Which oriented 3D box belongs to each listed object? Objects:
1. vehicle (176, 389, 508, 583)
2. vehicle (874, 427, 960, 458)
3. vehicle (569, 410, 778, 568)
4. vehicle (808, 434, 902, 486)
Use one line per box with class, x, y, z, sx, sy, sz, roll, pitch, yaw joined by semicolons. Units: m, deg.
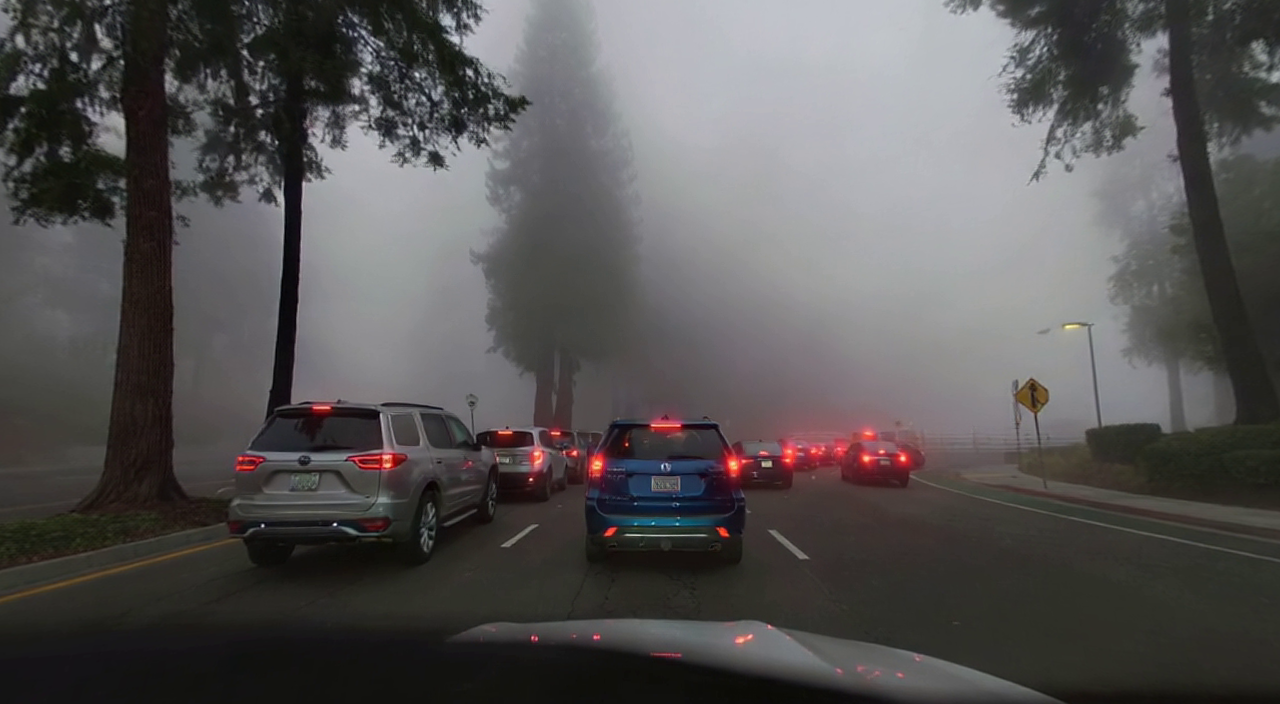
vehicle;-3.258;1.578;8.158;2.085;1.812;4.388;0;-8;1
vehicle;18.001;5.909;40.971;4.855;1.933;2.096;-4;-9;25
vehicle;0.373;1.749;8.768;2.189;1.649;4.171;0;-8;1
vehicle;7.295;3.699;21.822;2.067;1.599;4.251;-1;-8;5
